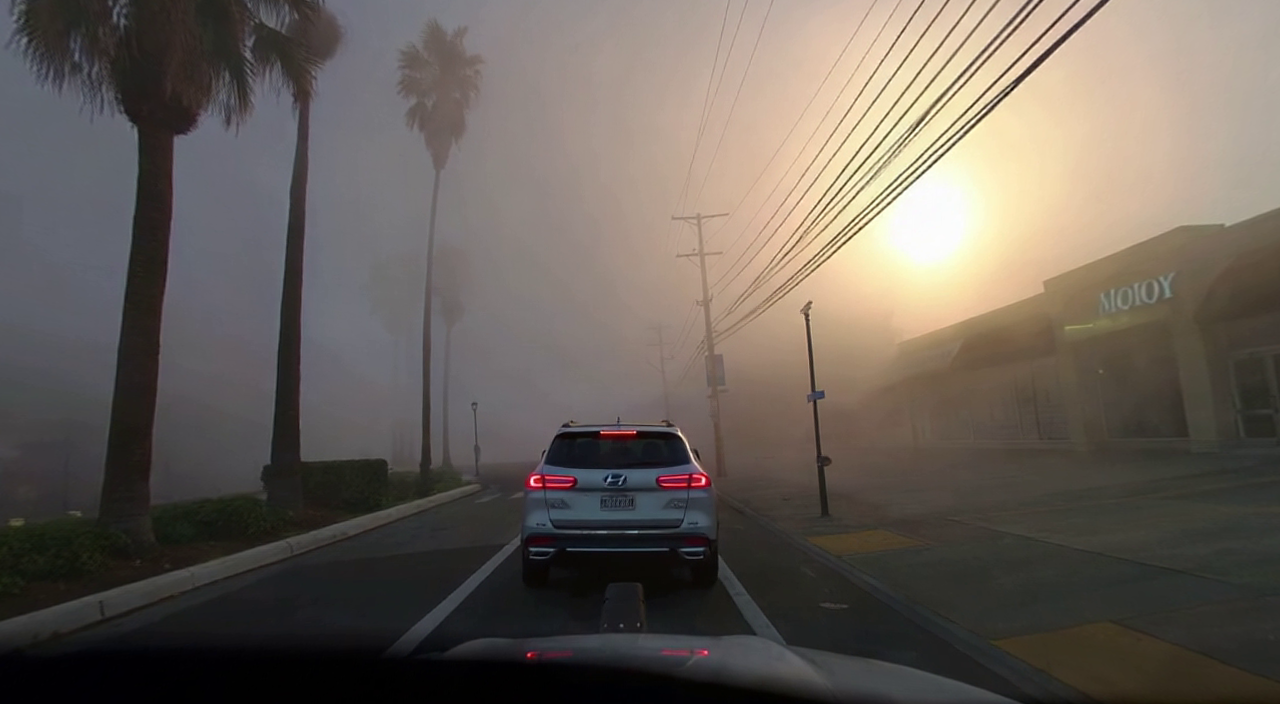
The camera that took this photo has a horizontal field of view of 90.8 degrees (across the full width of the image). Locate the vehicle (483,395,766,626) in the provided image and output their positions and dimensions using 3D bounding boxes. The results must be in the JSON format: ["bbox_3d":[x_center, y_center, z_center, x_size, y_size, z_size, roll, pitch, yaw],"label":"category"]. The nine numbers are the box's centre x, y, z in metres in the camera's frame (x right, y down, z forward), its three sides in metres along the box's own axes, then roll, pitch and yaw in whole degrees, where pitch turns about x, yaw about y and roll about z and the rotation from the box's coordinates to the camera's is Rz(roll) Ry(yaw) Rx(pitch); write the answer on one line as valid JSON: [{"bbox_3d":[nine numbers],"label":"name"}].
[{"bbox_3d":[-0.198,1.452,6.680,2.105,1.702,3.750,0,-8,-3],"label":"vehicle"}]
